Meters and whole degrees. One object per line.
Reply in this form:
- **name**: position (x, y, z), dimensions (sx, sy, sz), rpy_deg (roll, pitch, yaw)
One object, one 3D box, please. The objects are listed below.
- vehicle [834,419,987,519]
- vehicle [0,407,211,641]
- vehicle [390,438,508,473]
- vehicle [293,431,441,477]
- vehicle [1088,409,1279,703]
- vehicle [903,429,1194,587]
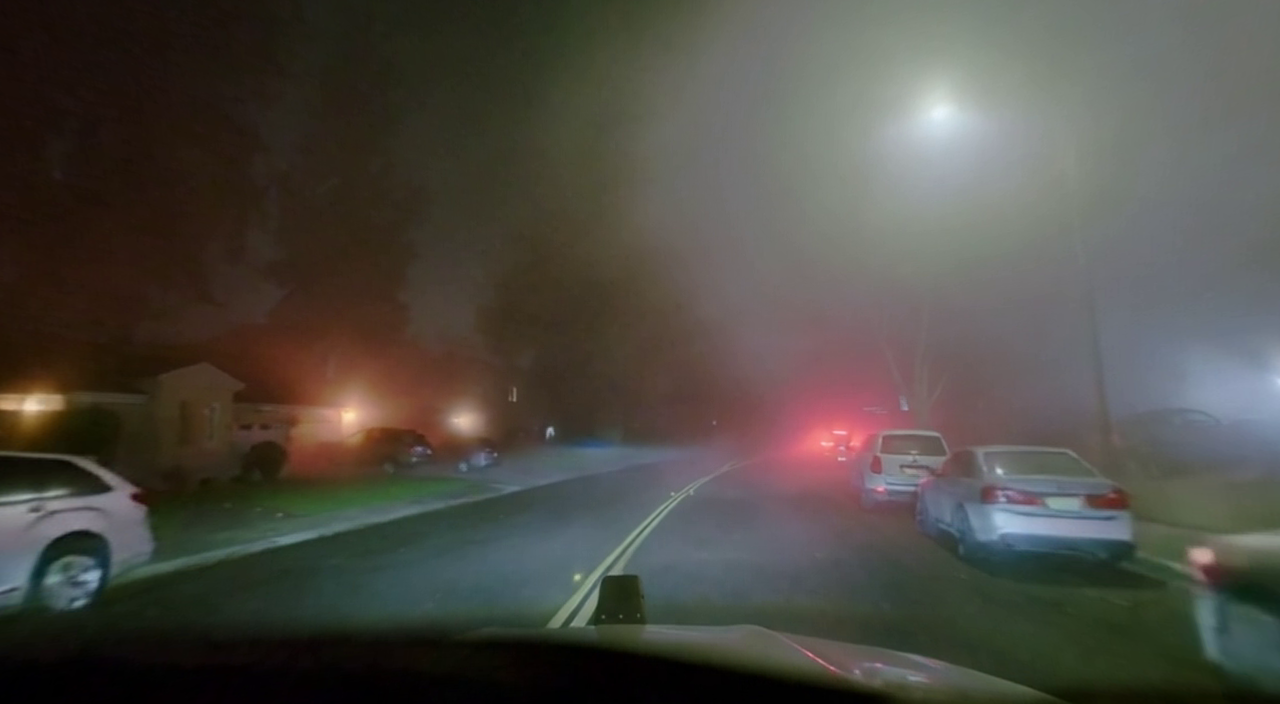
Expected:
- **vehicle**: position (5.655, 2.492, 13.943), dimensions (2.194, 1.786, 4.704), rpy_deg (-2, -9, 12)
- **vehicle**: position (-5.773, 1.206, 4.233), dimensions (2.030, 1.696, 4.828), rpy_deg (-1, -9, 7)
- **vehicle**: position (-8.283, 4.486, 27.556), dimensions (4.455, 1.419, 2.017), rpy_deg (-2, -9, 12)
- **vehicle**: position (-10.115, 3.794, 23.543), dimensions (4.635, 1.594, 2.132), rpy_deg (-2, -9, 13)
- **vehicle**: position (3.754, 0.809, 1.529), dimensions (2.045, 1.478, 4.914), rpy_deg (-1, -9, 5)
- **vehicle**: position (4.701, 1.771, 7.977), dimensions (1.806, 1.486, 3.535), rpy_deg (-2, -9, 11)
